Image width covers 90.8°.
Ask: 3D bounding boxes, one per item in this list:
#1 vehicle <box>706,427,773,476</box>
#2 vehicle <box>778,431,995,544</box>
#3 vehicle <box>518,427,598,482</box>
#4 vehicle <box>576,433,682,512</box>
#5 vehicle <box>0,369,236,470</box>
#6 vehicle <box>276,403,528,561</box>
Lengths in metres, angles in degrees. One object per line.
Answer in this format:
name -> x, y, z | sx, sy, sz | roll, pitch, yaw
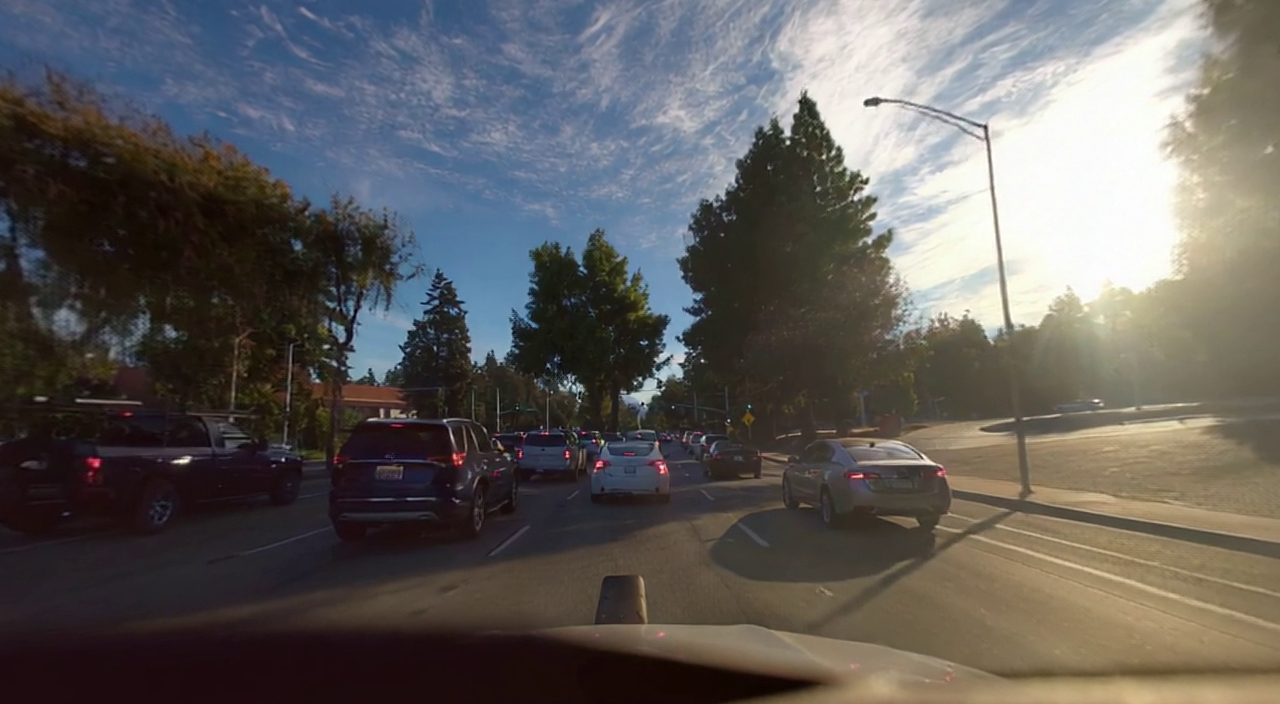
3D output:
vehicle -> 4.062, 4.162, 26.585 | 2.099, 1.845, 4.363 | 0, -8, 0
vehicle -> 3.721, 2.099, 10.492 | 1.884, 1.463, 4.195 | 0, -8, 0
vehicle -> -2.917, 3.779, 23.607 | 2.218, 1.829, 4.492 | -1, -8, 2
vehicle -> -0.214, 2.636, 14.337 | 2.030, 1.477, 4.330 | 0, -8, 0
vehicle -> -27.835, 3.808, 32.978 | 3.181, 4.189, 14.107 | -1, -8, 5
vehicle -> -3.120, 1.838, 9.769 | 2.111, 1.745, 5.274 | 0, -8, -3
